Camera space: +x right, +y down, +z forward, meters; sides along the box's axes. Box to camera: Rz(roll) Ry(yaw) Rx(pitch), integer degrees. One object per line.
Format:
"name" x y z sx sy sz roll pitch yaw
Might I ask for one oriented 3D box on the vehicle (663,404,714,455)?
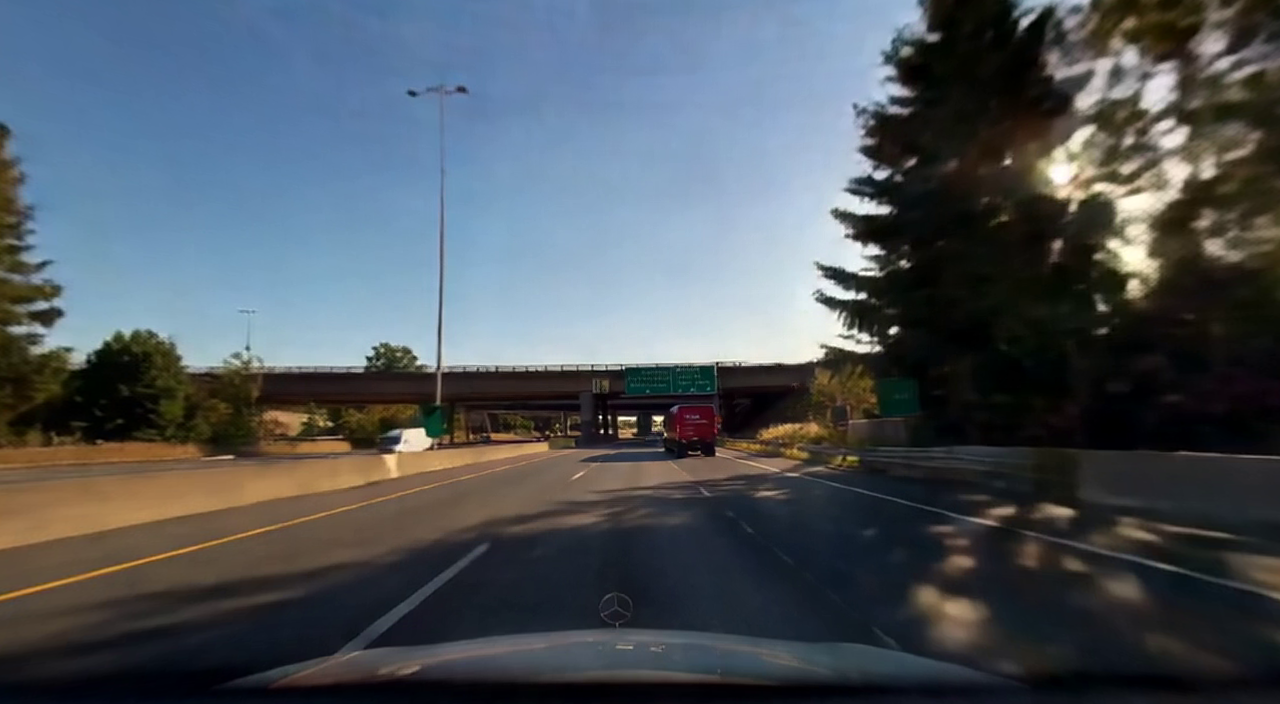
"vehicle" 3.591 6.140 49.620 2.981 3.512 11.154 0 -8 -1
